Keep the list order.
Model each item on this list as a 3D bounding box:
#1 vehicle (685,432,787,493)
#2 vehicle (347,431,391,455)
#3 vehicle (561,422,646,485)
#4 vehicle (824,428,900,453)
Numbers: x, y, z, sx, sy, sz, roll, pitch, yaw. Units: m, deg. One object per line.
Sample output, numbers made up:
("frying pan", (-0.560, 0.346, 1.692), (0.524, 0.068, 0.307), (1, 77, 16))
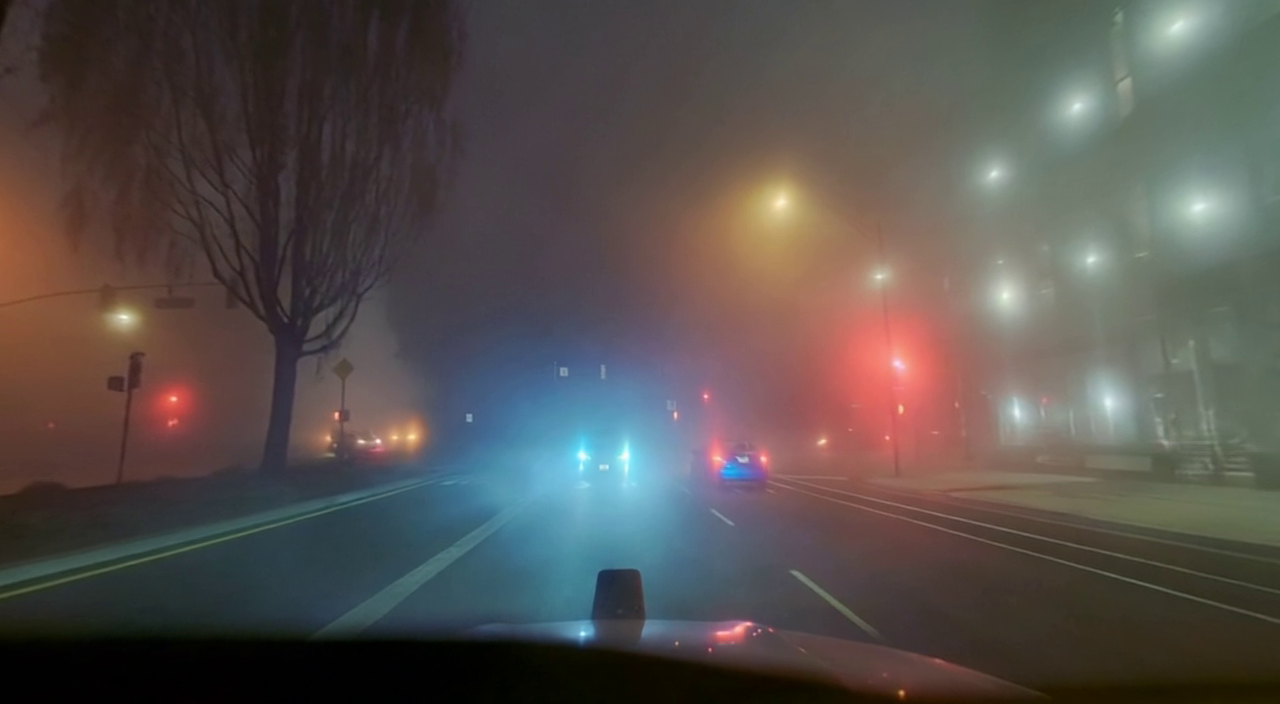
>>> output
("vehicle", (2.494, 3.026, 17.633), (1.918, 1.479, 4.468), (1, -9, -3))
("vehicle", (-20.989, 7.077, 49.123), (2.207, 1.765, 4.569), (2, -9, -11))
("vehicle", (-1.192, 3.111, 19.559), (2.317, 1.713, 4.231), (1, -9, -5))
("vehicle", (16.636, 6.659, 47.479), (5.023, 1.756, 2.001), (-1, -9, 8))
